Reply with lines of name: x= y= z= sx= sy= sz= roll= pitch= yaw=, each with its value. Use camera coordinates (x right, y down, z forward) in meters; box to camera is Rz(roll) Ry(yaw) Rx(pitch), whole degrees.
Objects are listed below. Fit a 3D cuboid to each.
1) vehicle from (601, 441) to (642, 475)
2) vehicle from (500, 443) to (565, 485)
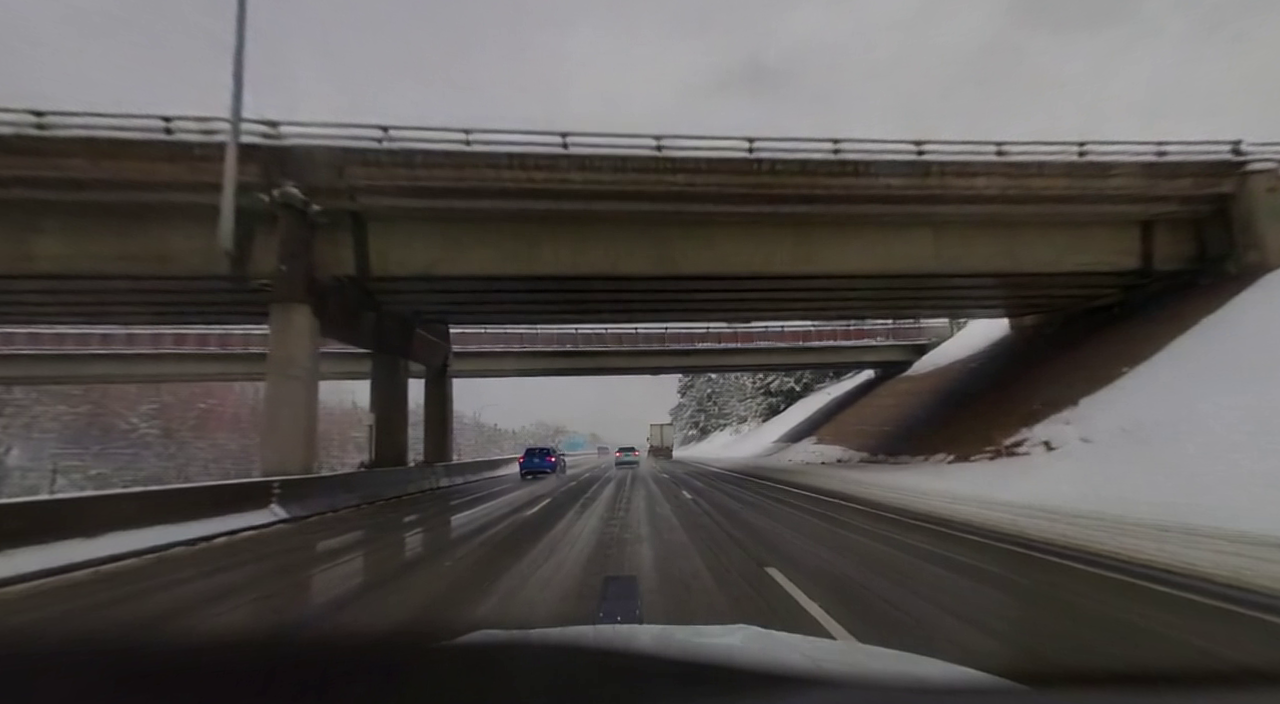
vehicle: x=-0.912 y=5.465 z=32.376 sx=2.004 sy=1.615 sz=4.113 roll=0 pitch=-9 yaw=0
vehicle: x=-4.276 y=4.516 z=25.530 sx=1.987 sy=1.548 sz=3.981 roll=0 pitch=-9 yaw=-1
